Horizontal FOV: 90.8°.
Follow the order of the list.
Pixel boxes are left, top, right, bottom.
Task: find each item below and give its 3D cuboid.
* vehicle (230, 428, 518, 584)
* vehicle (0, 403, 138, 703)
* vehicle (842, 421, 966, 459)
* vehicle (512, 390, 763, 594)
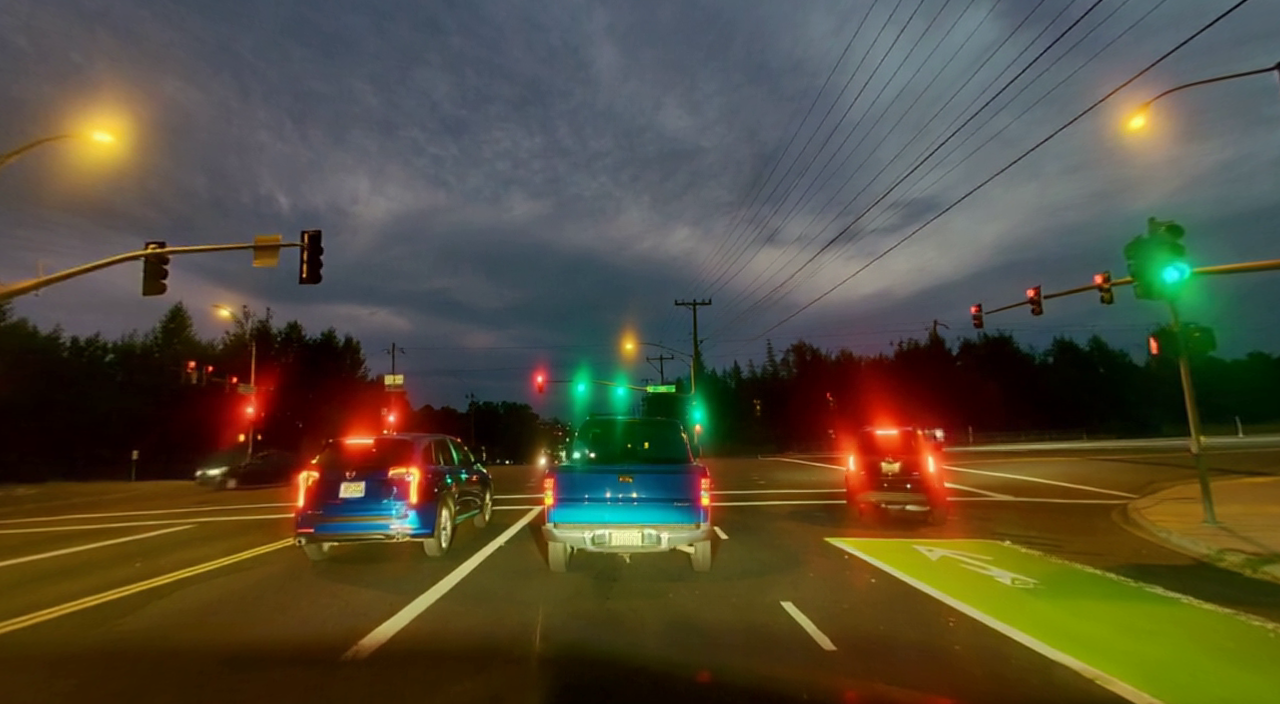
[{"bbox_3d":[-2.930,1.762,7.996,1.969,1.486,3.702,0,-8,1],"label":"vehicle"},{"bbox_3d":[-3.355,0.662,0.441,1.928,1.488,4.936,0,-8,0],"label":"vehicle"},{"bbox_3d":[11.999,4.057,29.109,4.977,1.648,2.088,-2,-9,15],"label":"vehicle"},{"bbox_3d":[-0.051,1.517,7.611,2.182,1.773,4.041,0,-8,-1],"label":"vehicle"}]
